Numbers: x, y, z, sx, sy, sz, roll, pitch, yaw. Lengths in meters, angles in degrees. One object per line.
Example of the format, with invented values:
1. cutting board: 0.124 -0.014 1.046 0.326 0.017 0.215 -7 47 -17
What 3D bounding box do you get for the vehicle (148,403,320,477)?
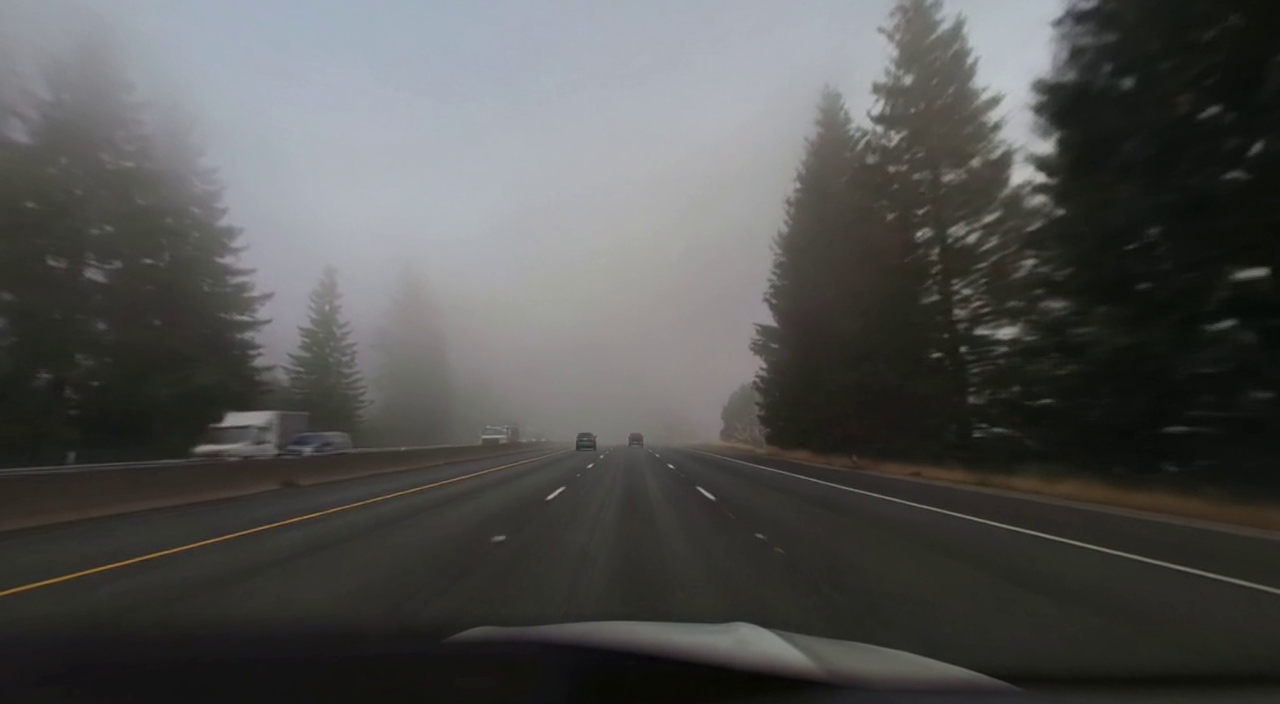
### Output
1. vehicle: -16.989 3.776 27.154 2.576 2.747 7.278 0 -8 -1
